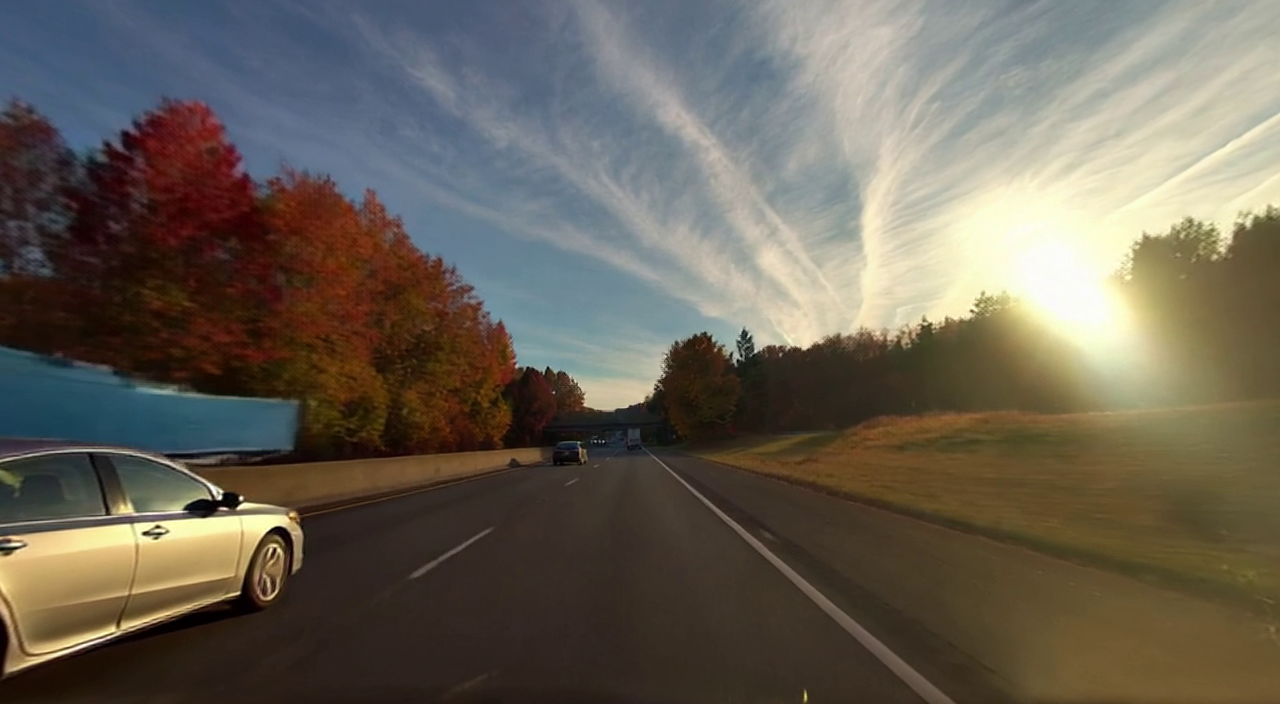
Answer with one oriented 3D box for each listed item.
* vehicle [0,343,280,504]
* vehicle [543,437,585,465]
[{"bbox_3d":[-17.089,2.467,20.287,2.878,3.898,13.768,0,-8,0],"label":"vehicle"},{"bbox_3d":[-4.537,5.982,38.089,2.002,1.553,4.247,0,-8,0],"label":"vehicle"}]
